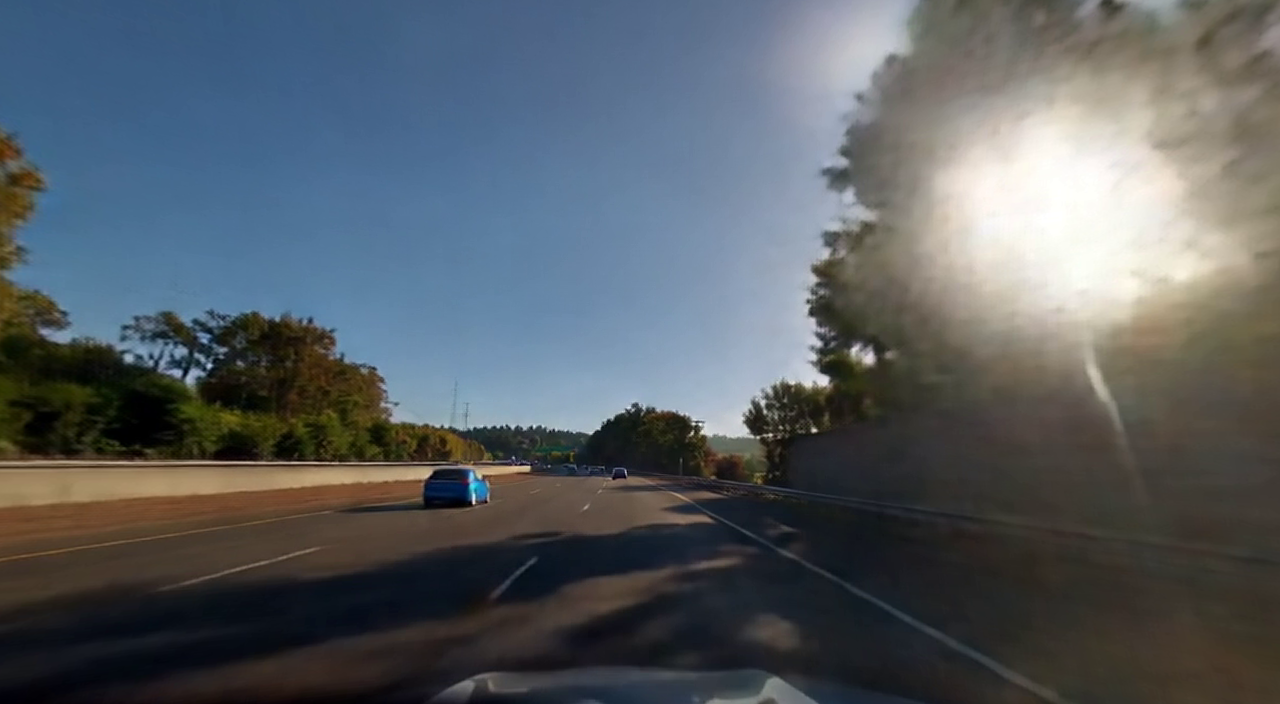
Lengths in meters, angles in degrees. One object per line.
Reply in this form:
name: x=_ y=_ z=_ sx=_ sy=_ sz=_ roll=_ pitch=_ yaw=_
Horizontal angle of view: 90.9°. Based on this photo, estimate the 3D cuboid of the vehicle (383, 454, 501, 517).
vehicle: x=-6.015 y=4.123 z=19.834 sx=2.194 sy=1.704 sz=4.421 roll=1 pitch=-10 yaw=0
